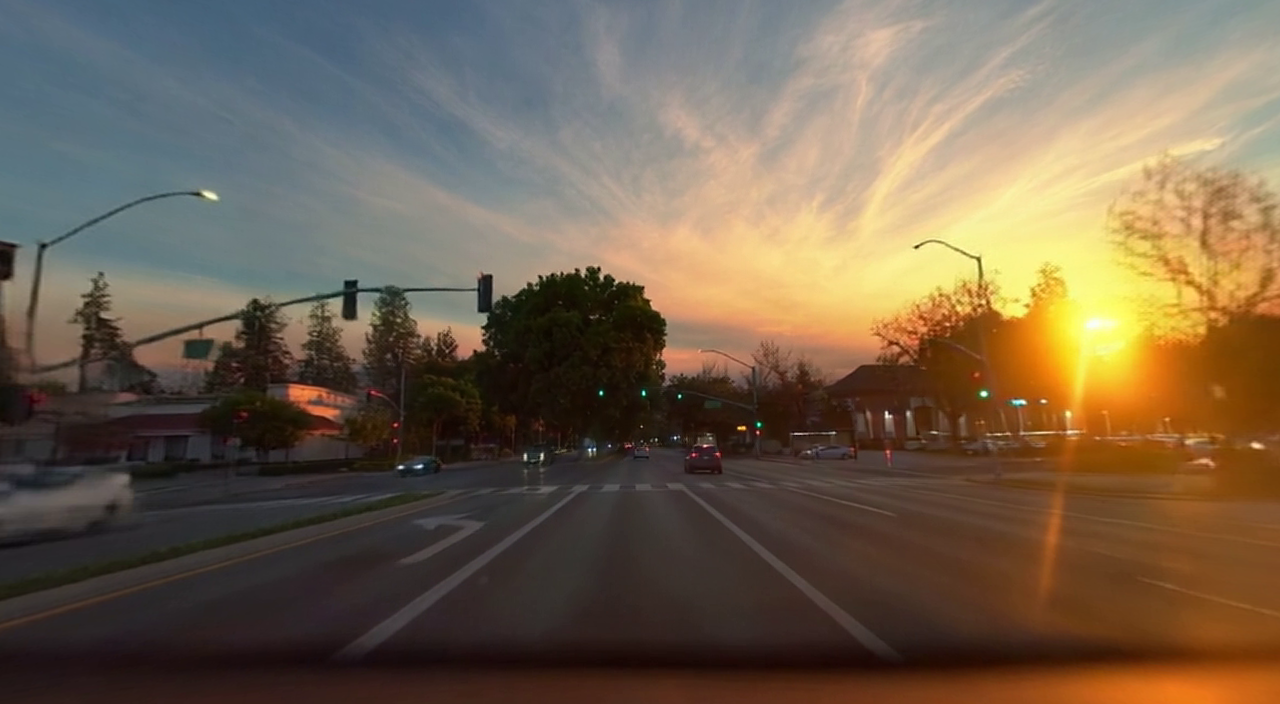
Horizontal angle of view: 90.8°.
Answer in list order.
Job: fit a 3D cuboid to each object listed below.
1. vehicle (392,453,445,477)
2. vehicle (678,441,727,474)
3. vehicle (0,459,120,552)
[{"bbox_3d":[-15.486,7.901,44.461,2.086,1.483,4.418,0,-8,0],"label":"vehicle"},{"bbox_3d":[3.250,5.599,33.848,2.022,1.643,4.326,0,-8,-2],"label":"vehicle"},{"bbox_3d":[-11.626,2.607,10.630,1.891,1.481,4.533,0,-8,-1],"label":"vehicle"}]
